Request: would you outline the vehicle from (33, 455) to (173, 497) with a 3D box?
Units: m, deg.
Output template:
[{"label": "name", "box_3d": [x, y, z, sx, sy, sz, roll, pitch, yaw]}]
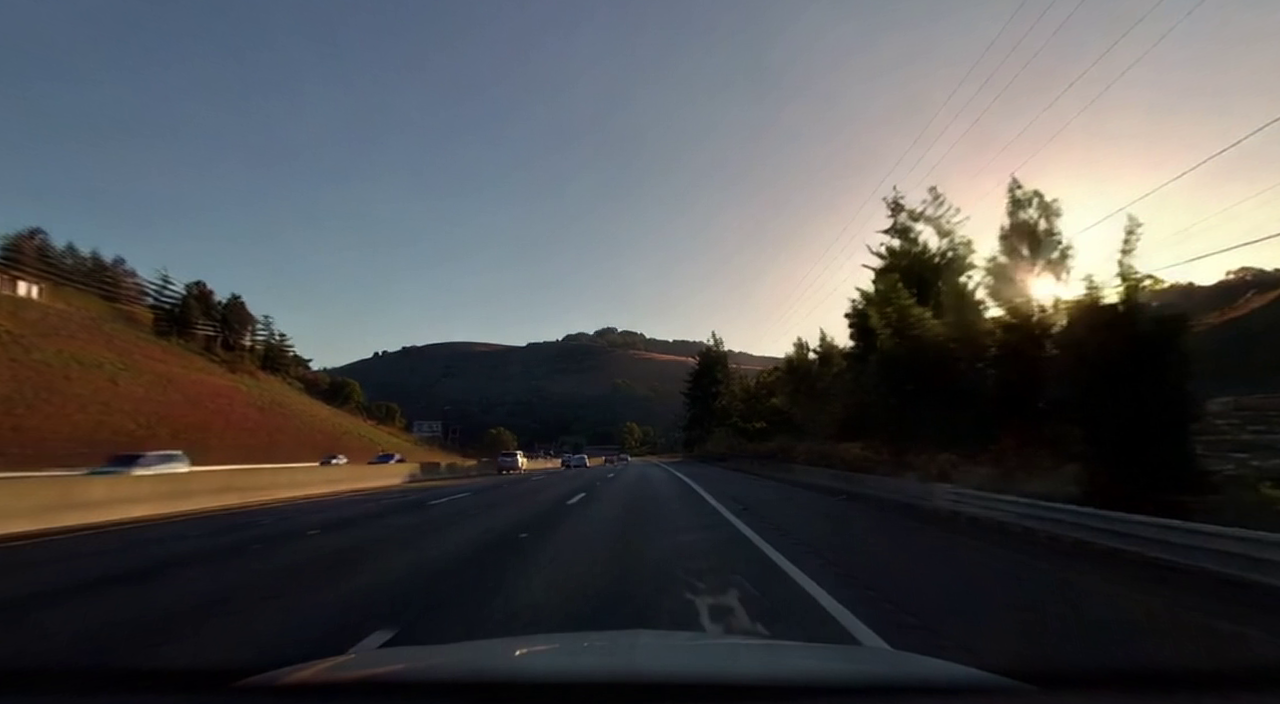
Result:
[{"label": "vehicle", "box_3d": [-20.529, 4.739, 24.246, 1.906, 1.402, 3.883, 0, -9, 1]}]
